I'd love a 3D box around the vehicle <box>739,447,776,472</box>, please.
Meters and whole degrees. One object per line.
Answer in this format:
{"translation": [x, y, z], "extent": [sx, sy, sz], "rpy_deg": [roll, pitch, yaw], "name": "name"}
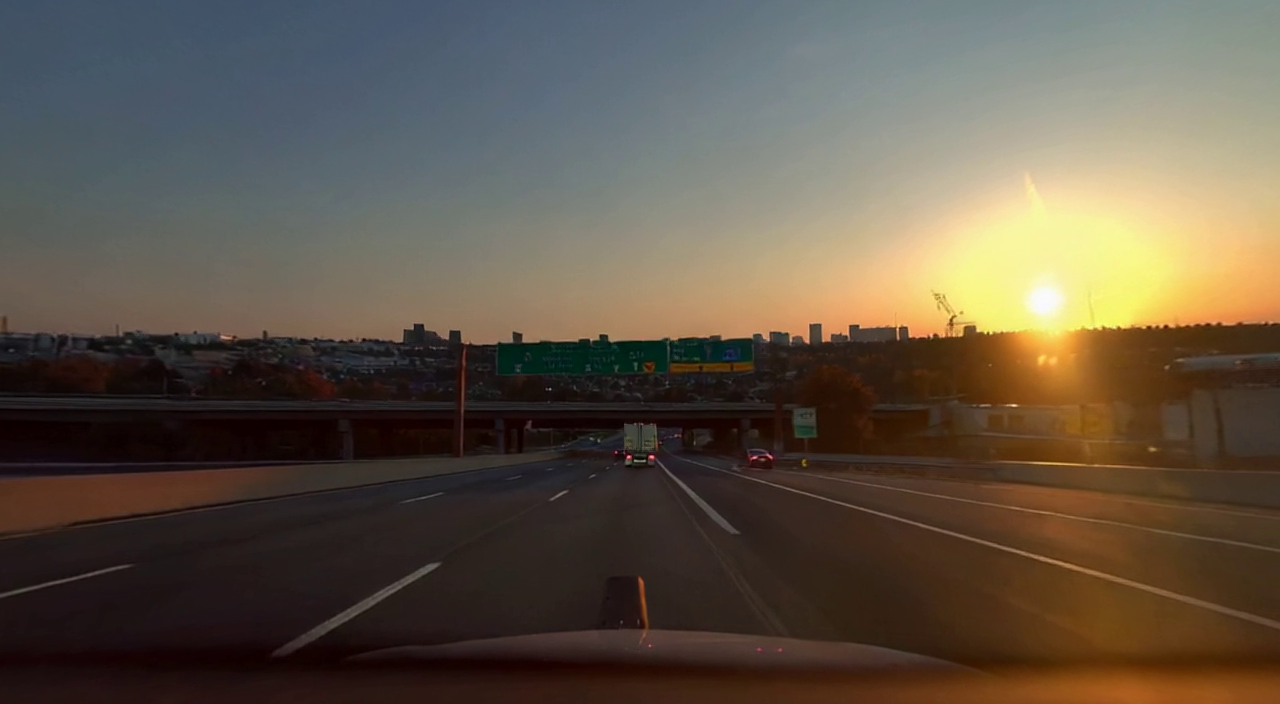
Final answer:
{"translation": [7.374, 6.729, 39.749], "extent": [1.660, 1.497, 3.594], "rpy_deg": [0, -9, 1], "name": "vehicle"}
